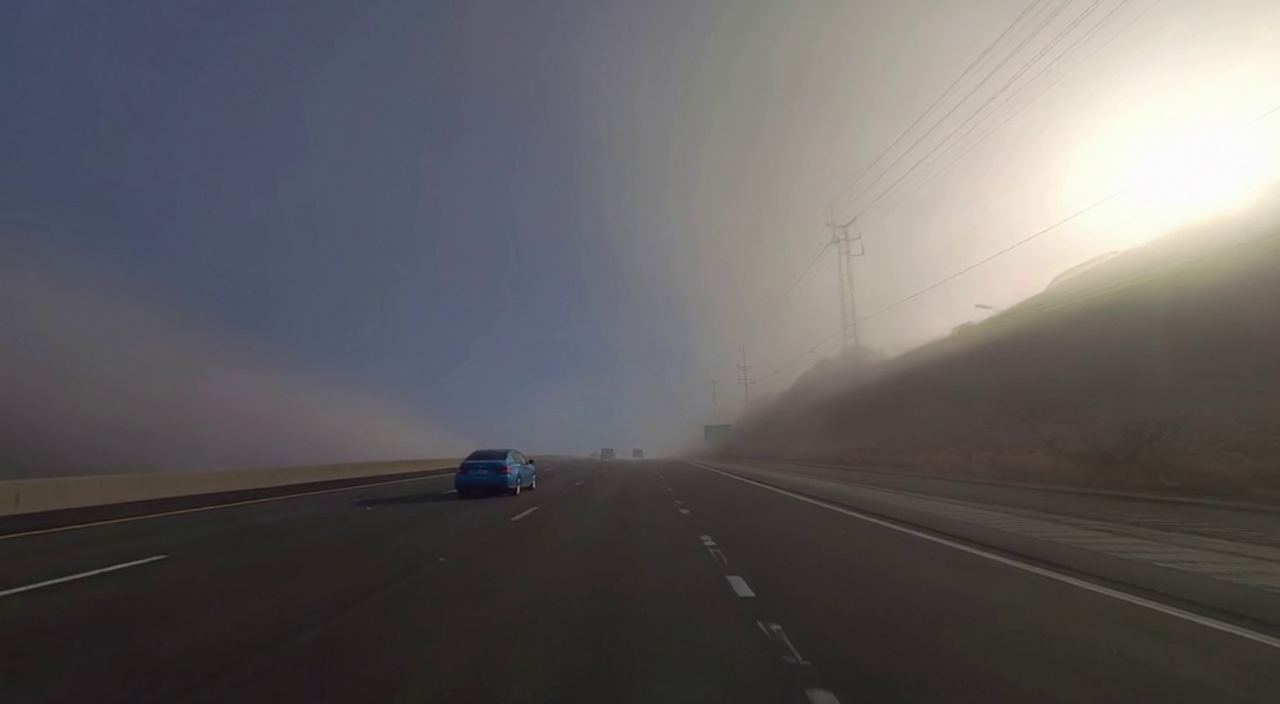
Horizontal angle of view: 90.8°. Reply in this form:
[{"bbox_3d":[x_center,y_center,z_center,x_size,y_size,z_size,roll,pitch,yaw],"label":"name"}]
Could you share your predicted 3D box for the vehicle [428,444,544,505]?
[{"bbox_3d":[-4.246,3.458,18.369,2.064,1.489,4.966,0,-9,1],"label":"vehicle"}]
